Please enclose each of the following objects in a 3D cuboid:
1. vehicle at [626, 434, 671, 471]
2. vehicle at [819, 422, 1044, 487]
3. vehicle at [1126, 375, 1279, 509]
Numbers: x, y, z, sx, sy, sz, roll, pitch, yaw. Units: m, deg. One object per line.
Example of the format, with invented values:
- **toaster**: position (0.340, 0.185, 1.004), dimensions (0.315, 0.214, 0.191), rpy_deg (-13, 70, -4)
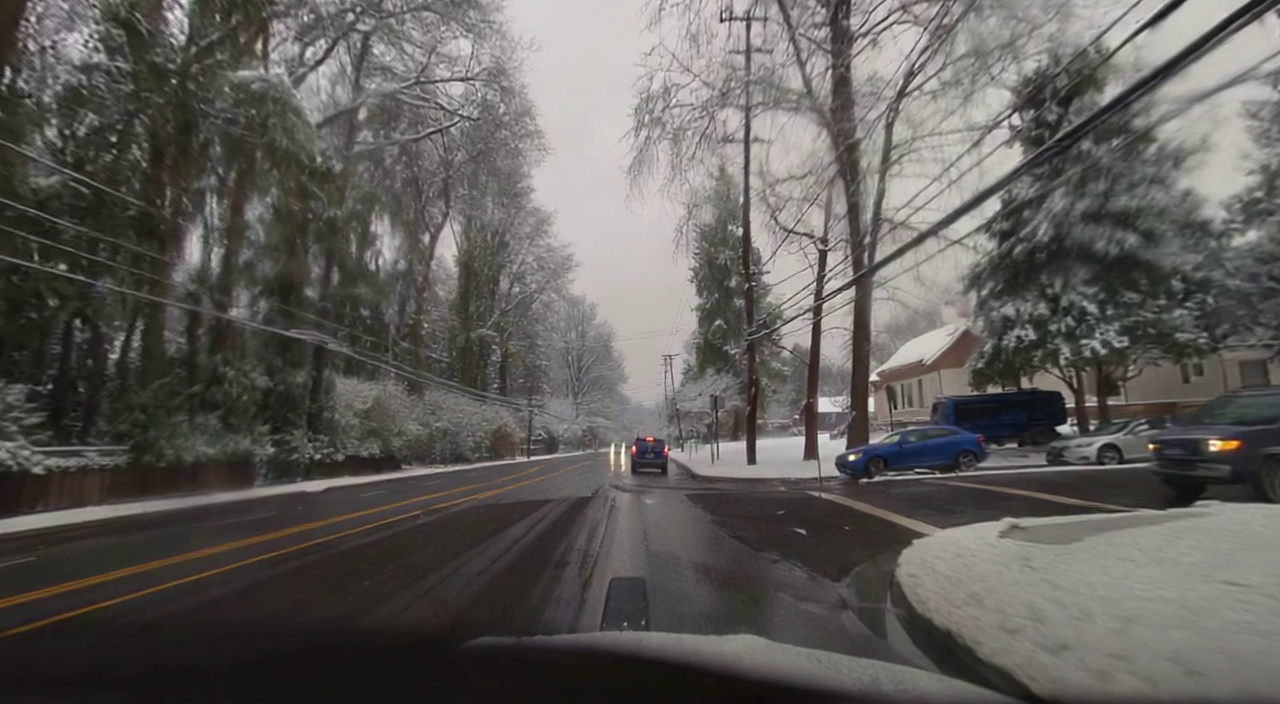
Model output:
- **vehicle**: position (0.412, 5.009, 31.531), dimensions (2.120, 1.718, 3.909), rpy_deg (0, -9, 1)
- **vehicle**: position (6.933, 2.497, 15.413), dimensions (4.543, 1.472, 1.830), rpy_deg (0, -9, 2)
- **vehicle**: position (10.930, 1.360, 9.615), dimensions (5.166, 1.827, 2.040), rpy_deg (-1, -9, 2)
